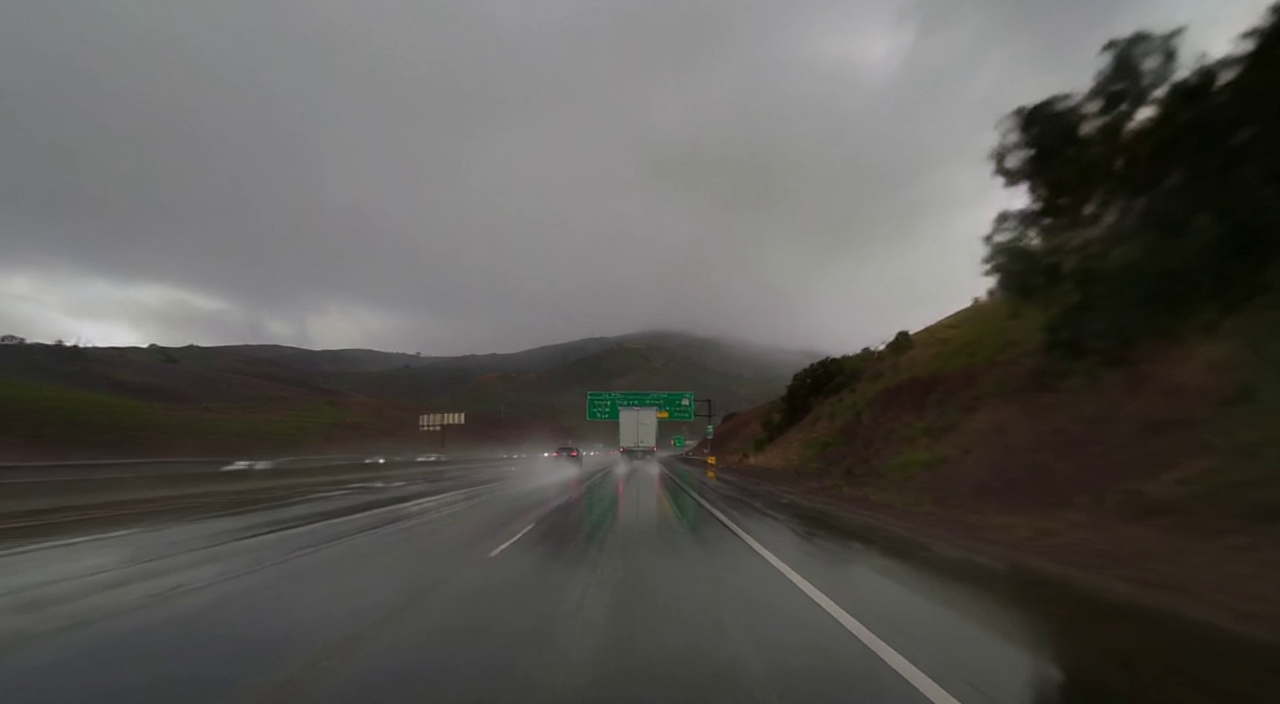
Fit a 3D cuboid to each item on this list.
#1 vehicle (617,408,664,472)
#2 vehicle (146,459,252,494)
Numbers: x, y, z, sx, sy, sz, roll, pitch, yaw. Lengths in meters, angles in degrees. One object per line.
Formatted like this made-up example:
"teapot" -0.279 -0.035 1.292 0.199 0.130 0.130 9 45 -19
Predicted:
"vehicle" 0.126 6.568 46.555 3.039 4.131 11.822 0 -9 1
"vehicle" -21.577 6.095 31.060 1.926 1.503 4.481 0 -9 1
